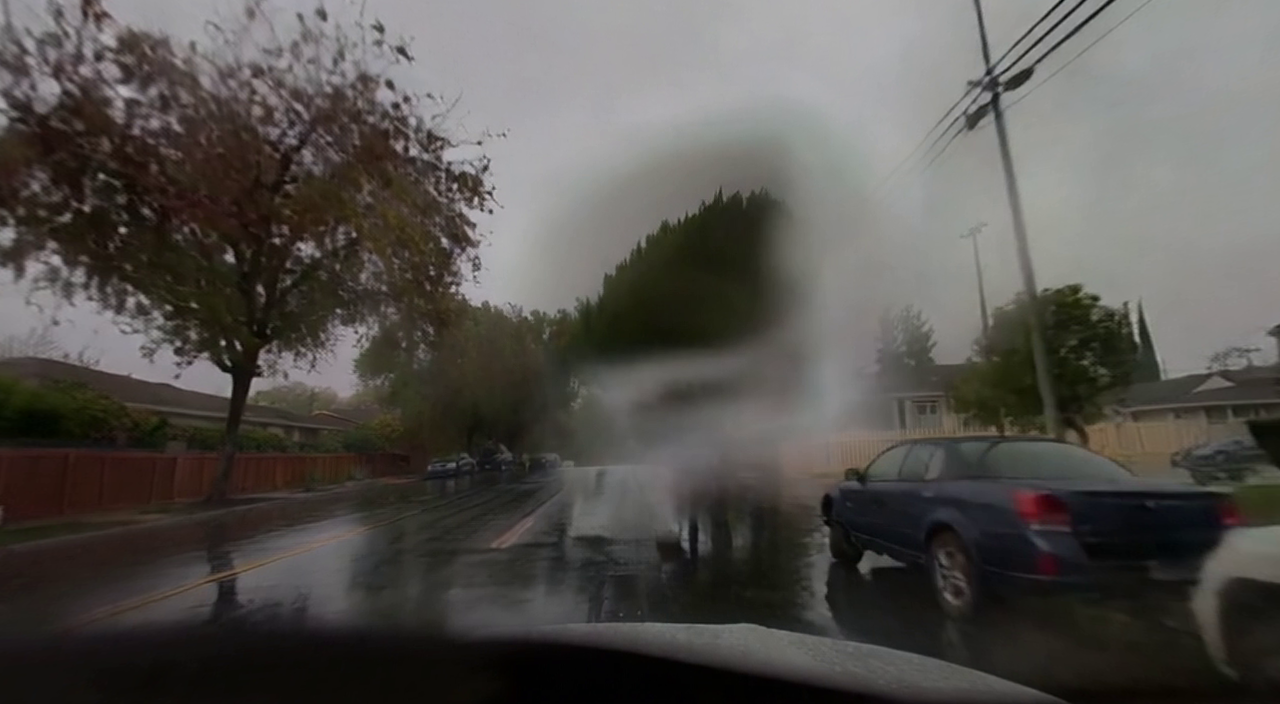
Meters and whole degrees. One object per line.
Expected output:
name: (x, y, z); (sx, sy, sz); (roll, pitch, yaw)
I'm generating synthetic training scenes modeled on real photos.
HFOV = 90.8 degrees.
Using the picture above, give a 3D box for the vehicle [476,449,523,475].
vehicle: (-9.189, 7.223, 41.783); (2.027, 1.584, 4.476); (0, -9, 1)

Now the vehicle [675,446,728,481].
vehicle: (2.899, 5.343, 30.533); (1.927, 1.529, 4.144); (0, -9, -3)

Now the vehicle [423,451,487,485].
vehicle: (-8.841, 5.548, 30.562); (1.937, 1.427, 4.510); (0, -9, -3)

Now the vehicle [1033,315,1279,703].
vehicle: (3.145, 0.602, 1.089); (1.928, 1.751, 4.537); (0, -9, -1)
